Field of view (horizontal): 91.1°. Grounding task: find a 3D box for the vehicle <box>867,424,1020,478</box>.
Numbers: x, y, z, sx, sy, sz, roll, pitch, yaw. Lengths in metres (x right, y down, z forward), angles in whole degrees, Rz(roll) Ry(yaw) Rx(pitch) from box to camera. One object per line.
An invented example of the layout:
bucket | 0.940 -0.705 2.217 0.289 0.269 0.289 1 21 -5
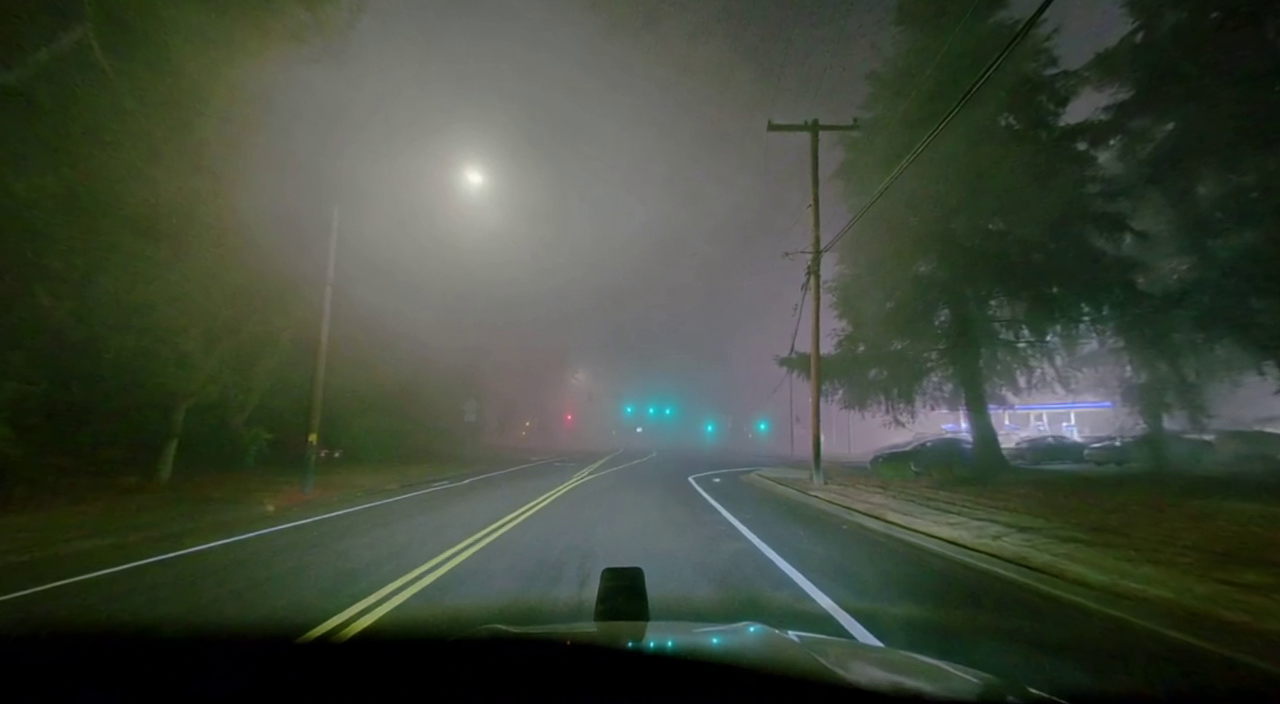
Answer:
vehicle | 10.908 3.614 23.012 4.736 1.816 1.999 -3 -9 17

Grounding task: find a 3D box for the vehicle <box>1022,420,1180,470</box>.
vehicle | 16.551 3.374 22.740 4.102 1.683 1.879 -1 -10 5

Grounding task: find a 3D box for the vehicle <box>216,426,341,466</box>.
vehicle | -14.894 3.924 26.260 2.009 1.526 4.730 -1 -8 6
